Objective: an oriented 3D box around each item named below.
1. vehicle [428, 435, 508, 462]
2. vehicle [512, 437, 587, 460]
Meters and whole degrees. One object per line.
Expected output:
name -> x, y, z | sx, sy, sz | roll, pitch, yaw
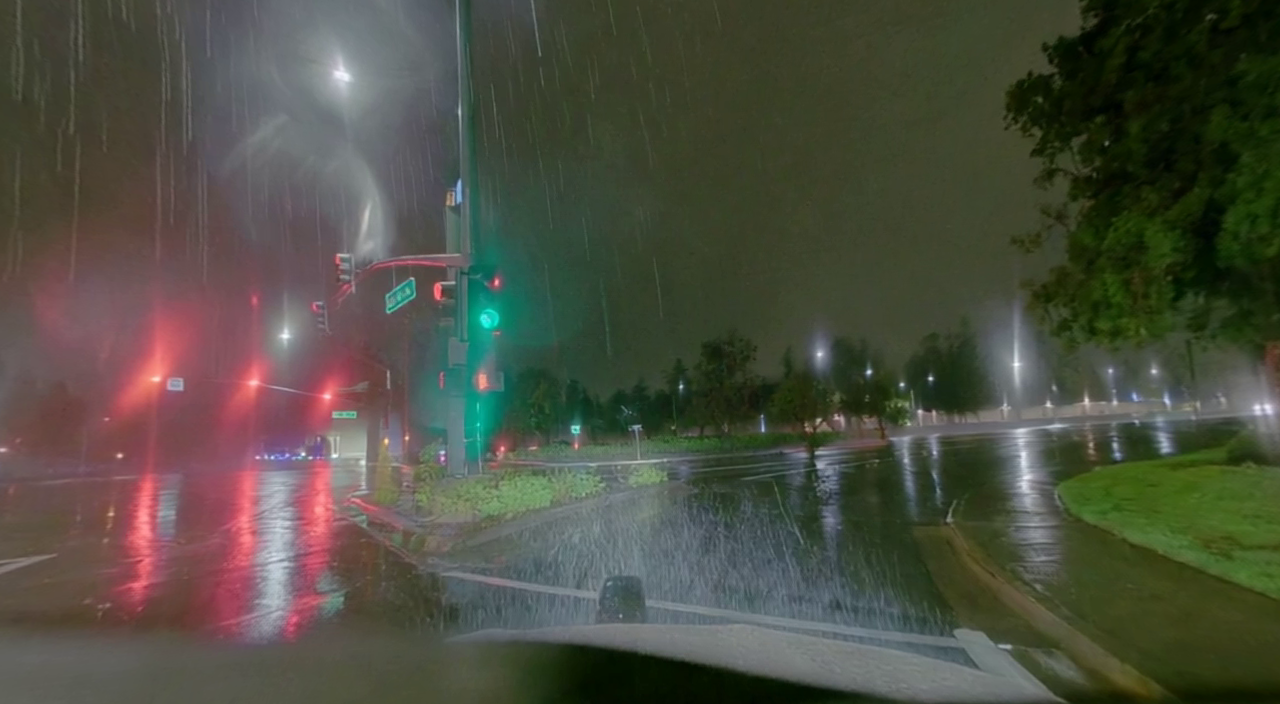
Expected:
vehicle -> -11.640, 6.543, 42.726 | 4.782, 1.776, 2.118 | 6, -10, -34
vehicle -> -5.900, 6.342, 41.392 | 4.527, 1.444, 1.811 | 6, -10, -35
